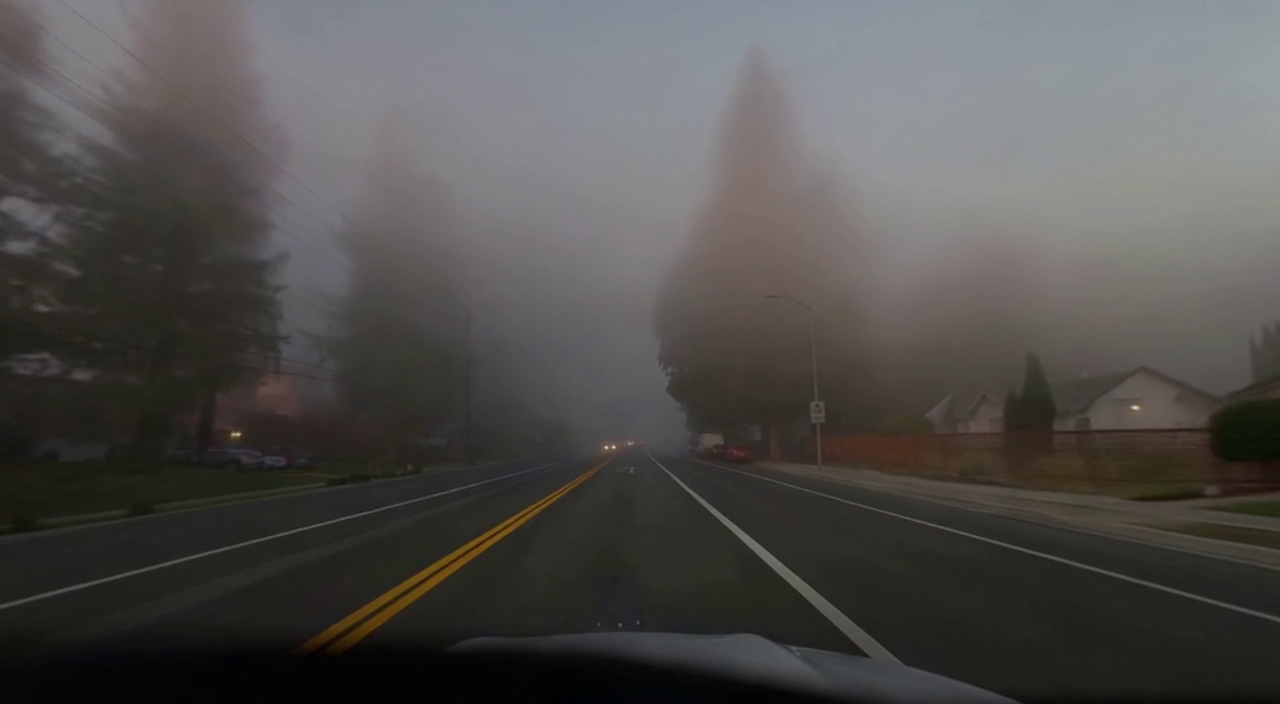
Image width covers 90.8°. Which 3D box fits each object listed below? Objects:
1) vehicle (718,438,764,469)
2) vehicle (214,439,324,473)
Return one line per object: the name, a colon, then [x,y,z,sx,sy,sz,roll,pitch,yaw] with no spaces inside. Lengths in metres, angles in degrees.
vehicle: [6.458,6.566,40.976,2.099,1.878,4.476,0,-8,-1]
vehicle: [-19.660,5.499,33.579,4.497,1.674,2.168,-1,-8,3]
